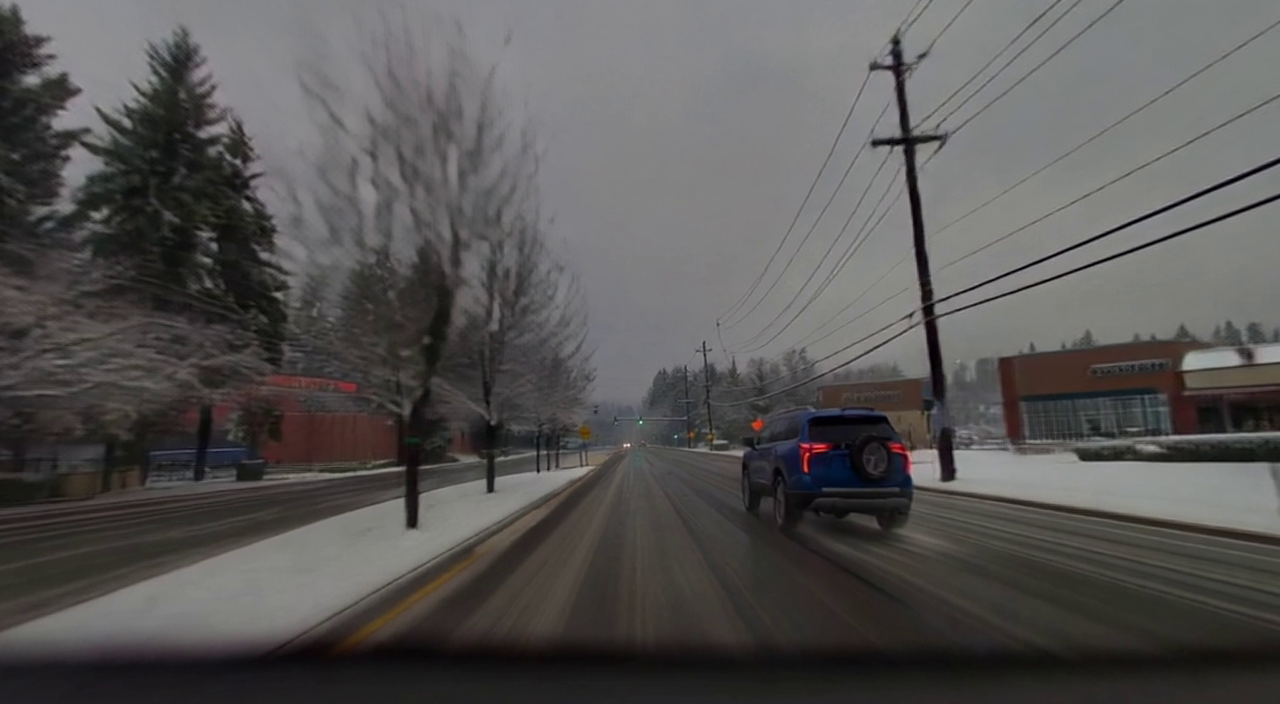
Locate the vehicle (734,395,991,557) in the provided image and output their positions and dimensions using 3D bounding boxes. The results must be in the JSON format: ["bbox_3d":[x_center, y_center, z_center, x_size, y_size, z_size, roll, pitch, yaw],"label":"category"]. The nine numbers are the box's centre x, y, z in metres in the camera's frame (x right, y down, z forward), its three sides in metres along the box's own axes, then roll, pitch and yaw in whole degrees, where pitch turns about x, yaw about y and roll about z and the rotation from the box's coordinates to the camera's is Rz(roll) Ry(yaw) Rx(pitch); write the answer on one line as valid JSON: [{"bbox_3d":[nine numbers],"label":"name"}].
[{"bbox_3d":[2.884,1.757,9.599,2.060,1.820,4.713,0,-8,-1],"label":"vehicle"}]
